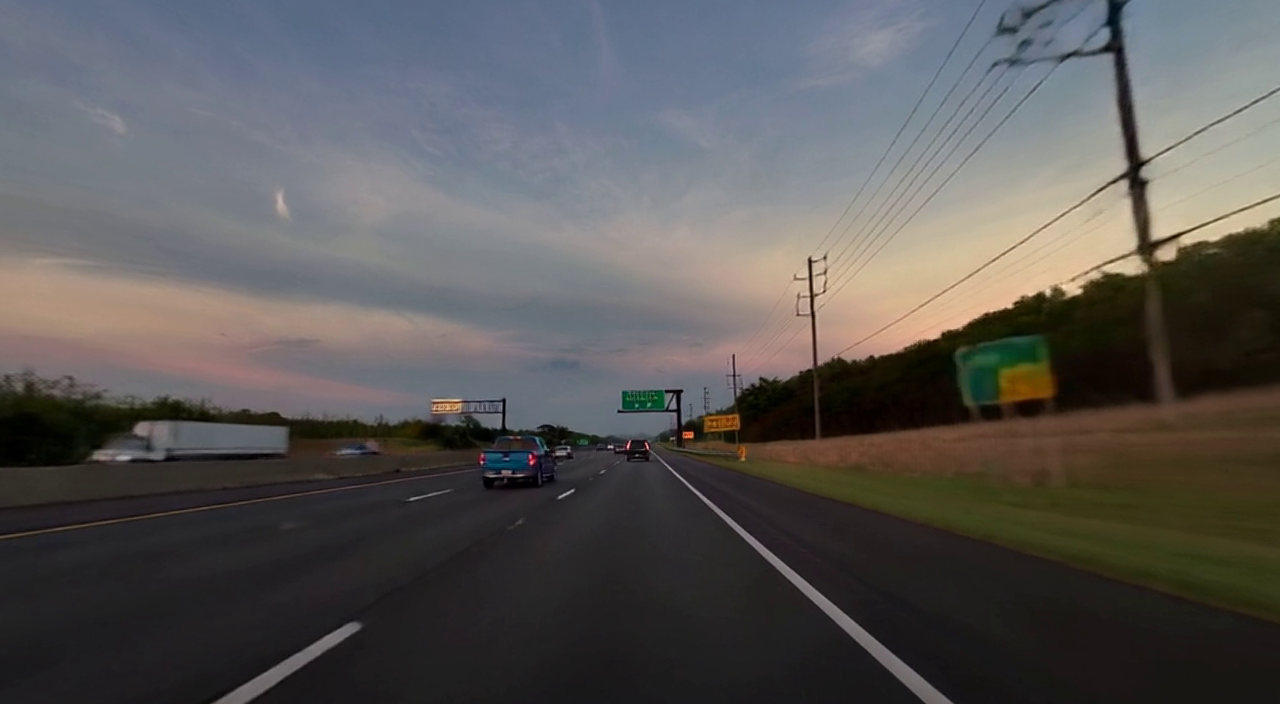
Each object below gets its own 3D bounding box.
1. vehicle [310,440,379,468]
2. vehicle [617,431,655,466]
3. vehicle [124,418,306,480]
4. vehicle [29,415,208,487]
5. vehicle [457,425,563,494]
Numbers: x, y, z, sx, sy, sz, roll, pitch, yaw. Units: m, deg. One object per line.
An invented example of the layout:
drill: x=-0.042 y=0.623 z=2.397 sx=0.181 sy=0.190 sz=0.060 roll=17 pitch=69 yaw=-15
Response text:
vehicle: x=-17.332 y=6.000 z=37.307 sx=1.939 sy=1.491 sz=4.501 roll=-1 pitch=-9 yaw=0
vehicle: x=-0.269 y=6.344 z=41.571 sx=2.358 sy=2.144 sz=4.713 roll=0 pitch=-9 yaw=-1
vehicle: x=-28.479 y=6.718 z=43.892 sx=2.822 sy=3.547 sz=14.494 roll=0 pitch=-9 yaw=-1
vehicle: x=-28.424 y=5.463 z=35.108 sx=2.989 sy=3.464 sz=8.035 roll=0 pitch=-9 yaw=0
vehicle: x=-3.807 y=3.279 z=19.599 sx=2.204 sy=1.812 sz=5.289 roll=0 pitch=-9 yaw=0
